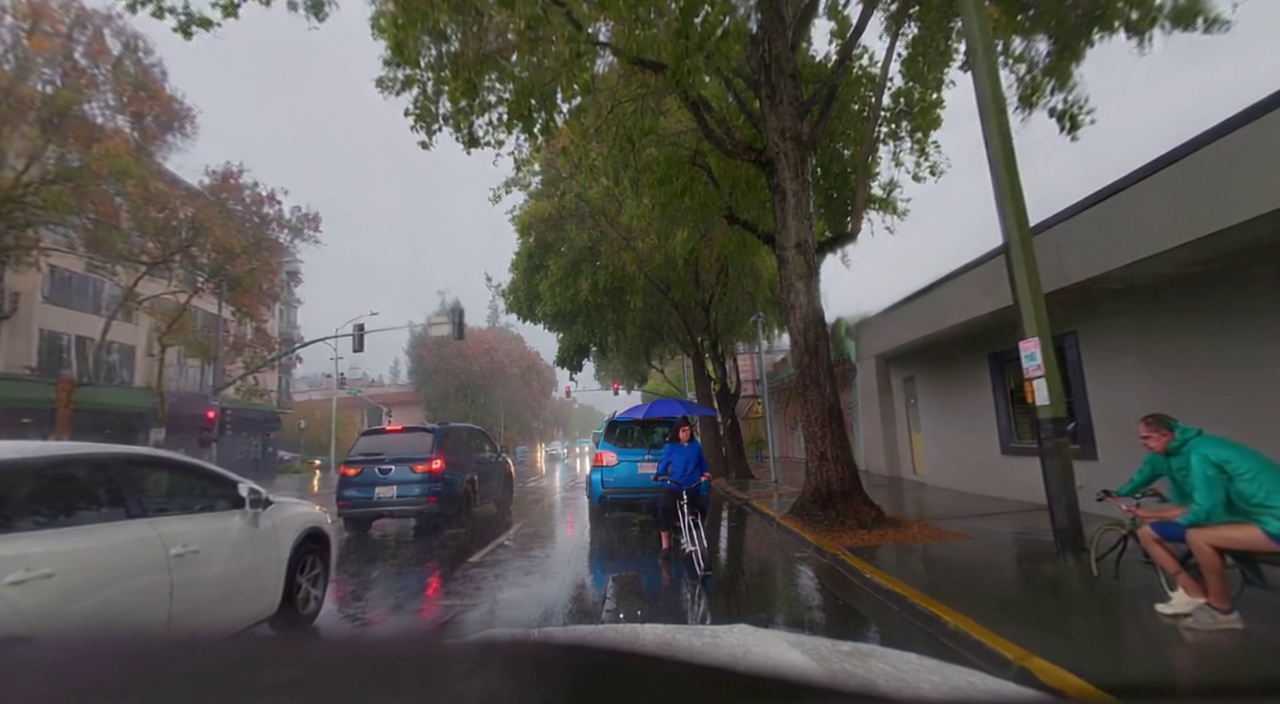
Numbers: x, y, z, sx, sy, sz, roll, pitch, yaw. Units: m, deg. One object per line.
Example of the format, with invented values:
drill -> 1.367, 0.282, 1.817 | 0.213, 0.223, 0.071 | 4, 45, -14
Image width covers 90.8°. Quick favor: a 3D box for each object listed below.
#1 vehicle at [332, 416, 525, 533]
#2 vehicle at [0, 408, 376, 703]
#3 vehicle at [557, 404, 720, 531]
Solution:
vehicle -> -3.611, 2.196, 11.836 | 2.046, 1.750, 4.452 | 0, -9, 0
vehicle -> -3.572, 1.184, 3.875 | 2.064, 1.486, 4.140 | 0, -9, 1
vehicle -> -0.074, 2.101, 12.025 | 2.426, 1.882, 5.027 | 0, -9, -1
